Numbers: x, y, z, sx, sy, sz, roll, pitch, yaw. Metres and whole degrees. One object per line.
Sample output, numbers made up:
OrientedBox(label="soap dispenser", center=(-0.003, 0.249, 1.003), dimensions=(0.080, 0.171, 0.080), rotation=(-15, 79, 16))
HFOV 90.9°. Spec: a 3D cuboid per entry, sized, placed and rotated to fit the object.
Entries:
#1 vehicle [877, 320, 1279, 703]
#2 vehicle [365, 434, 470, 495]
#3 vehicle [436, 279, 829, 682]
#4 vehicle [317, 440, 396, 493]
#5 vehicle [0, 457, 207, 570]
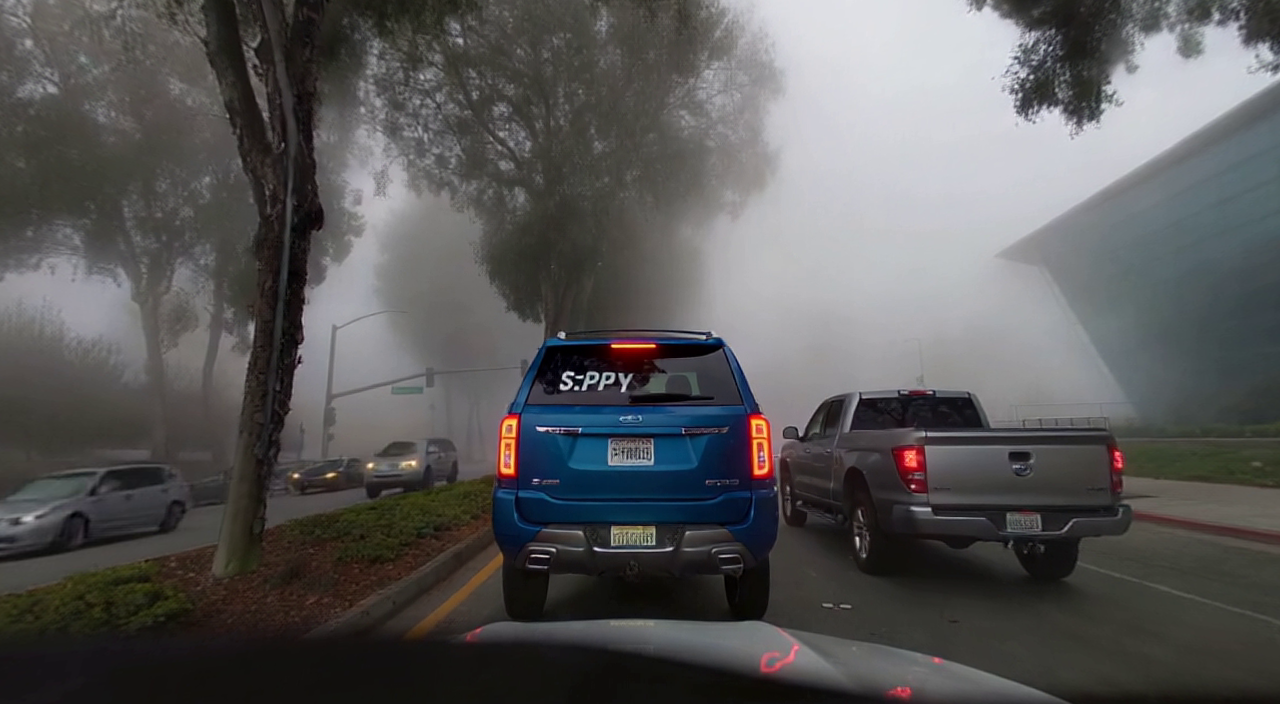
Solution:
OrientedBox(label="vehicle", center=(3.083, 0.984, 3.458), dimensions=(2.022, 1.700, 4.410), rotation=(0, -8, 3))
OrientedBox(label="vehicle", center=(-8.569, 4.371, 24.977), dimensions=(2.136, 2.109, 5.377), rotation=(0, -8, 1))
OrientedBox(label="vehicle", center=(0.010, 1.038, 5.969), dimensions=(2.267, 2.372, 4.366), rotation=(0, -8, 2))
OrientedBox(label="vehicle", center=(-15.732, 6.346, 35.383), dimensions=(1.924, 2.730, 5.024), rotation=(0, -8, 2))
OrientedBox(label="vehicle", center=(-12.154, 3.301, 13.747), dimensions=(1.965, 1.897, 4.821), rotation=(0, -8, 0))
